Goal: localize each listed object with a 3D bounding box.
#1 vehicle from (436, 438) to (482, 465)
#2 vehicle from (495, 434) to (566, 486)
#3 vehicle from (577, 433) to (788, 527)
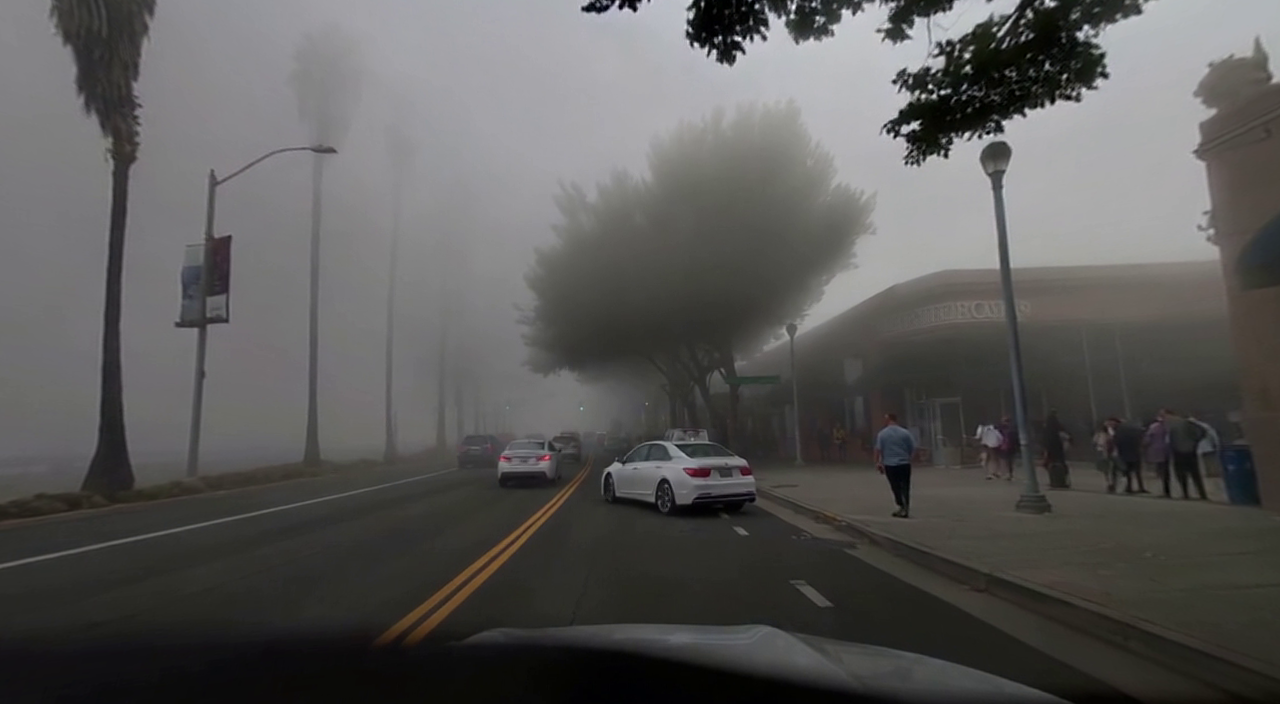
[{"bbox_3d":[-11.305,6.228,39.549,1.930,1.583,4.423,0,-9,-5],"label":"vehicle"},{"bbox_3d":[-3.807,3.827,22.615,2.039,1.628,4.331,0,-9,-4],"label":"vehicle"},{"bbox_3d":[0.570,2.412,12.532,1.930,1.477,4.657,4,-10,-29],"label":"vehicle"}]
